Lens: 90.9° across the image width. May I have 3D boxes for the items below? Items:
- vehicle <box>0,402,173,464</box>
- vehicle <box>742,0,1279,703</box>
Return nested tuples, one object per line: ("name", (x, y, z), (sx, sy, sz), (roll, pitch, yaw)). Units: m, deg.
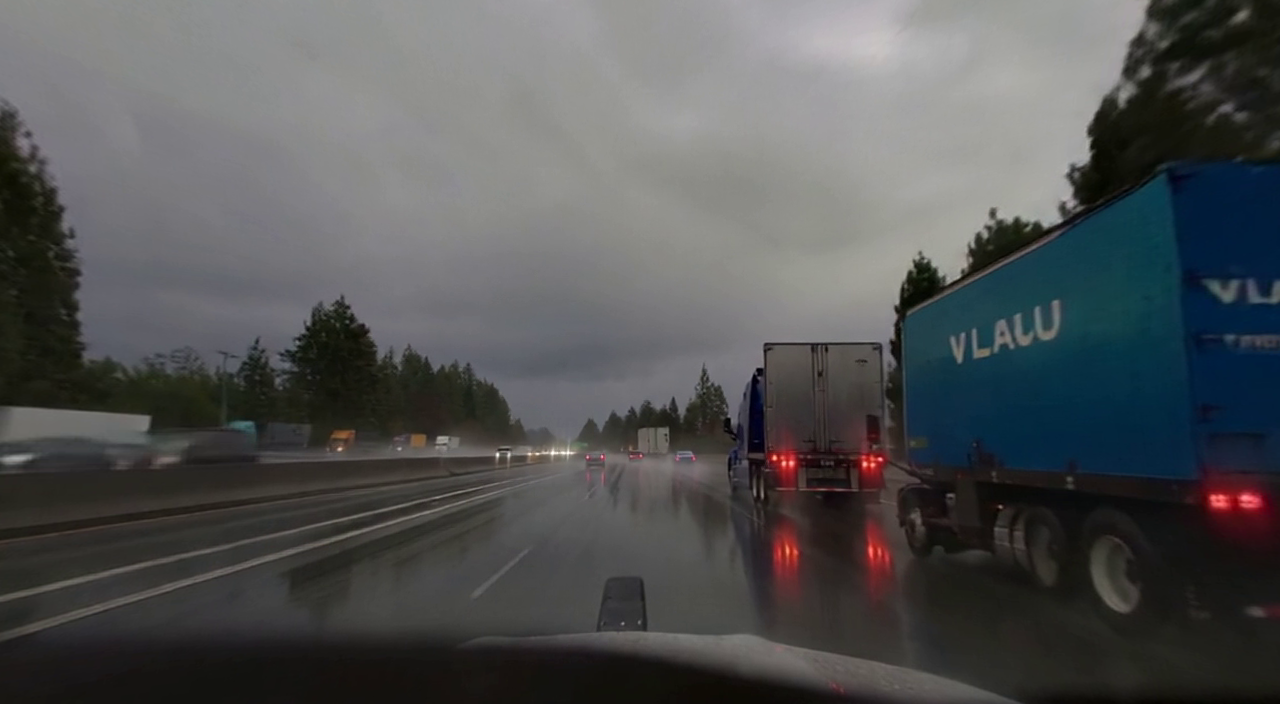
("vehicle", (-41.779, 5.768, 44.104), (3.143, 4.022, 14.844), (-4, -10, 22))
("vehicle", (4.426, 0.963, 10.537), (2.847, 4.075, 14.244), (0, -9, -1))
